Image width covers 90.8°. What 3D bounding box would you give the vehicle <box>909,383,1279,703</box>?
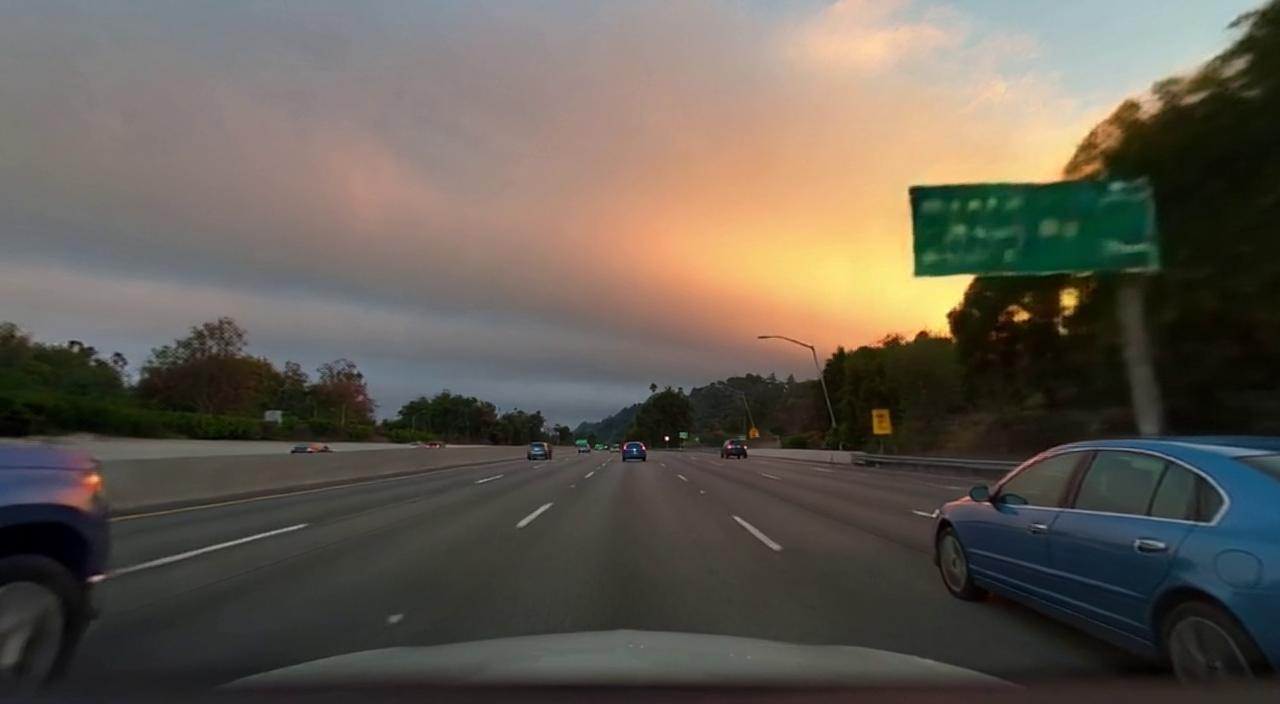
[{"bbox_3d":[3.230,0.936,2.653,2.072,1.501,4.694,0,-9,-1],"label":"vehicle"}]

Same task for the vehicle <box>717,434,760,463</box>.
[{"bbox_3d":[7.001,6.935,45.441,2.103,1.898,5.310,0,-9,-1],"label":"vehicle"}]

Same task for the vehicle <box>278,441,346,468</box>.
[{"bbox_3d":[-21.457,6.721,41.559,2.058,1.667,4.623,0,-9,-1],"label":"vehicle"}]

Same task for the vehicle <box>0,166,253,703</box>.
[{"bbox_3d":[-3.457,0.214,0.360,2.592,2.179,6.034,0,-9,0],"label":"vehicle"}]

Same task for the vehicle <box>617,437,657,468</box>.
[{"bbox_3d":[-0.202,5.720,35.999,2.157,1.642,4.189,0,-9,-1],"label":"vehicle"}]
